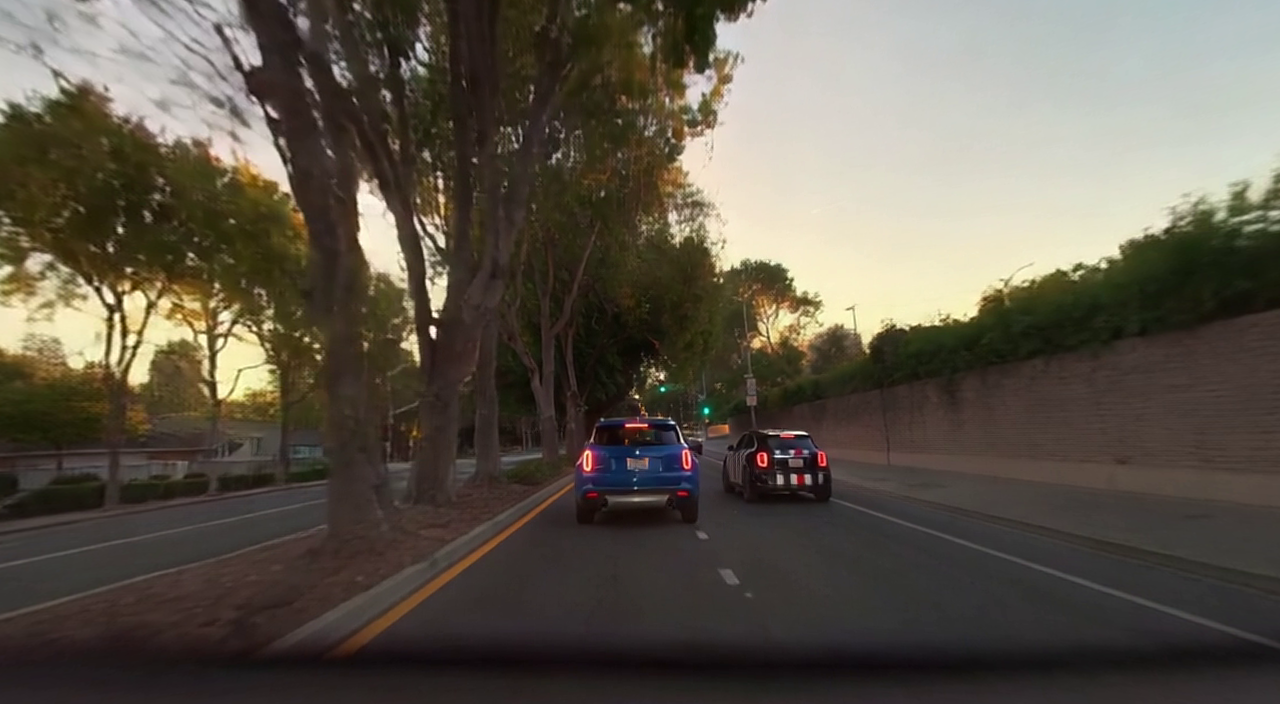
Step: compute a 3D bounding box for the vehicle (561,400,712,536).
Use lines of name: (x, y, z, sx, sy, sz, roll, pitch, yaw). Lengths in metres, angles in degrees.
vehicle: (-0.102, 1.758, 9.928, 1.984, 1.777, 3.148, 0, -8, -2)

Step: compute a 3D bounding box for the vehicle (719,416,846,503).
vehicle: (3.087, 2.437, 14.626, 1.840, 1.709, 4.202, 0, -8, -2)
